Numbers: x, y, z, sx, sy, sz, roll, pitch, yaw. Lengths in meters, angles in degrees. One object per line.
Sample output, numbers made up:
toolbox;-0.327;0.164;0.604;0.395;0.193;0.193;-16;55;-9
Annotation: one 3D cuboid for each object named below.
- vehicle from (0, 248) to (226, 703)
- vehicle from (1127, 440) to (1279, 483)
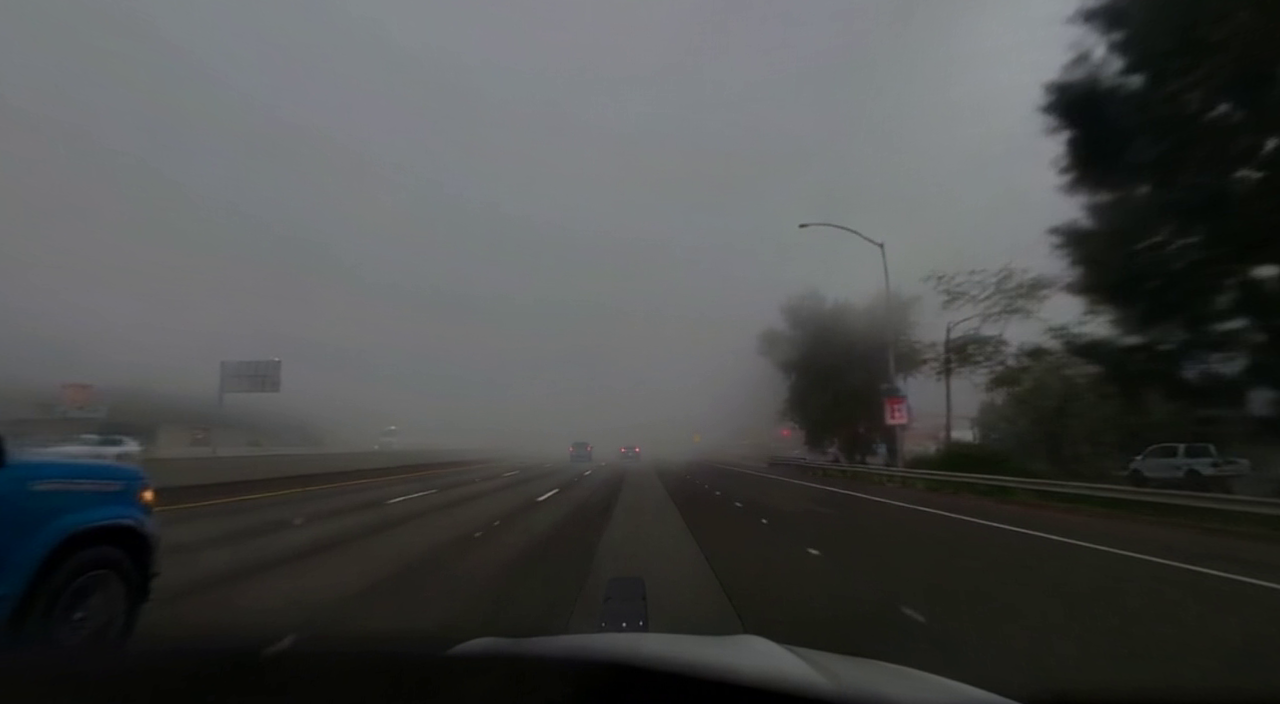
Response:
vehicle;-4.100;0.429;1.384;2.352;2.209;5.802;0;-8;1
vehicle;25.724;4.963;29.035;1.972;1.749;5.464;1;-8;-4
